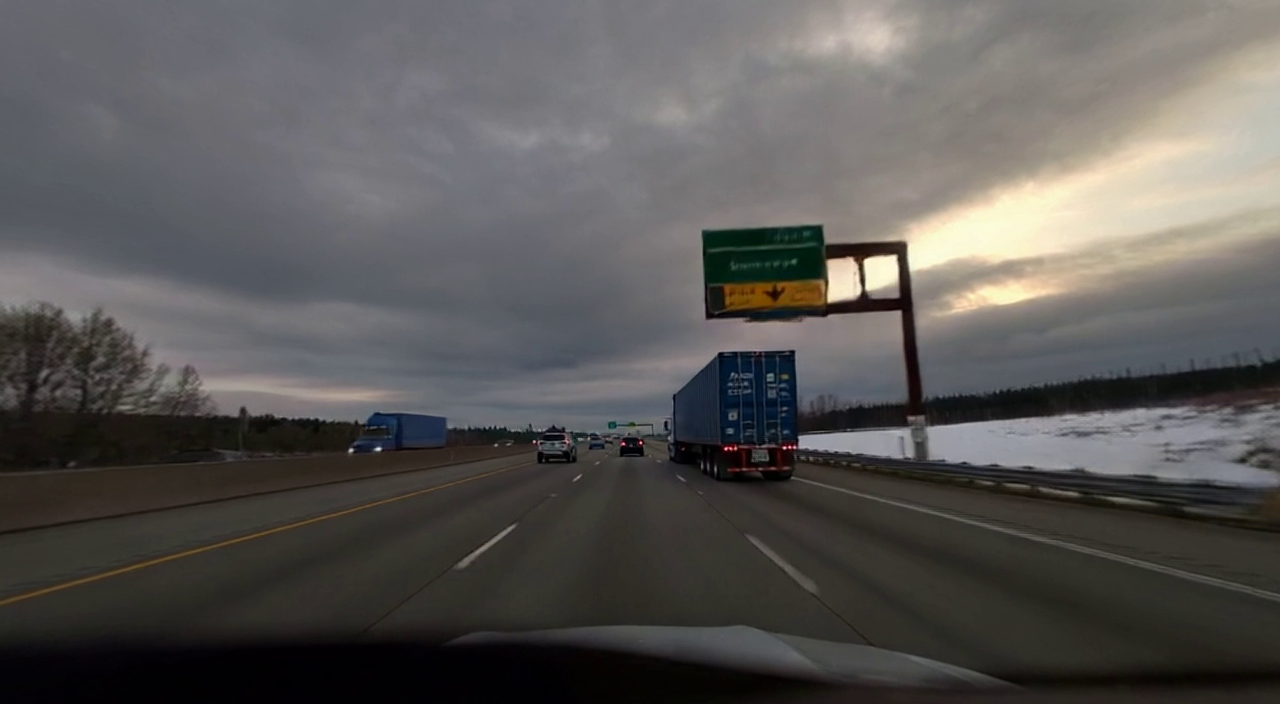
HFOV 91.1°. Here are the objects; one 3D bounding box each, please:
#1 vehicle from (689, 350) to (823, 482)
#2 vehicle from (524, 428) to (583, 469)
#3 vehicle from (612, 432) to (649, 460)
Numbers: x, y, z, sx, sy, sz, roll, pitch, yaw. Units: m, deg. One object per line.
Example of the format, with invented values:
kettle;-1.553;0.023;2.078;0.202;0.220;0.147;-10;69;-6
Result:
vehicle;3.691;2.386;22.321;2.883;3.836;7.894;0;-8;-3
vehicle;-3.754;4.277;28.105;2.054;1.671;4.445;0;-8;0
vehicle;-0.601;5.654;37.817;2.088;1.567;4.240;0;-8;-1
